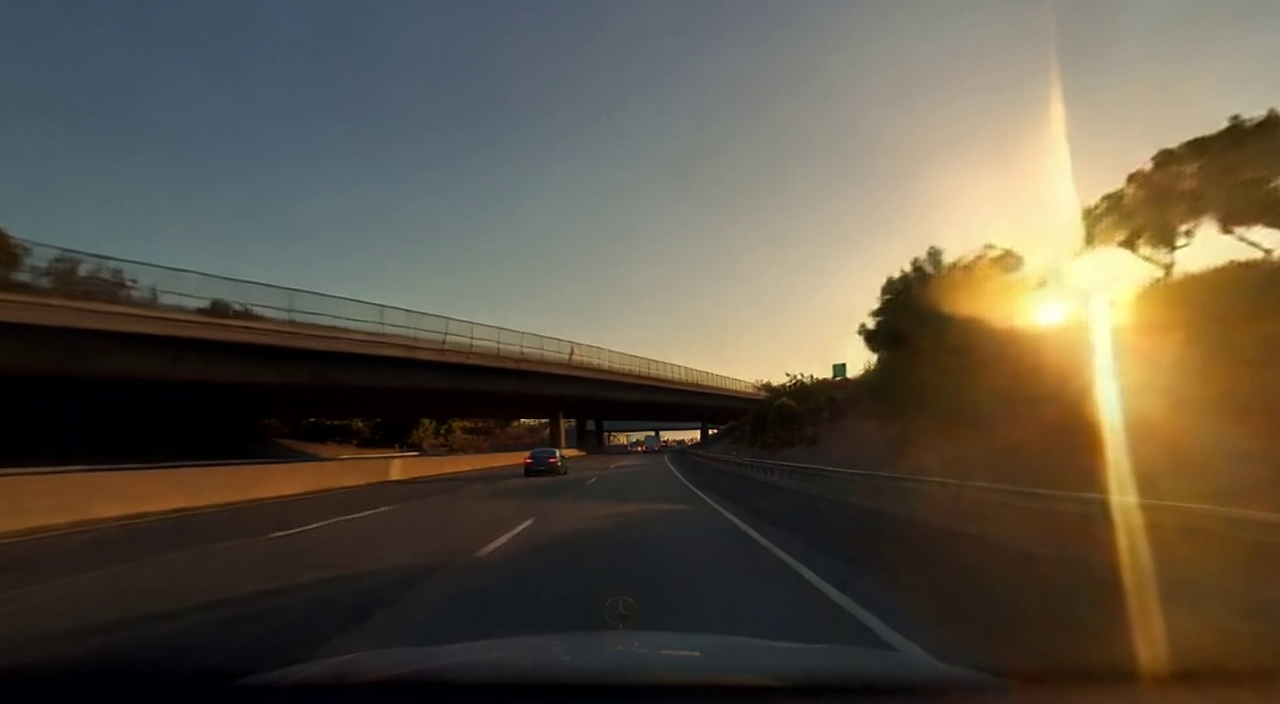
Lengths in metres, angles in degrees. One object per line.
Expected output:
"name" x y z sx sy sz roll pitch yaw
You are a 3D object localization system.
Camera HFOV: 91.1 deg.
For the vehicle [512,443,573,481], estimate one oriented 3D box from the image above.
"vehicle" -4.260 4.884 28.186 1.961 1.540 4.487 -1 -9 1
